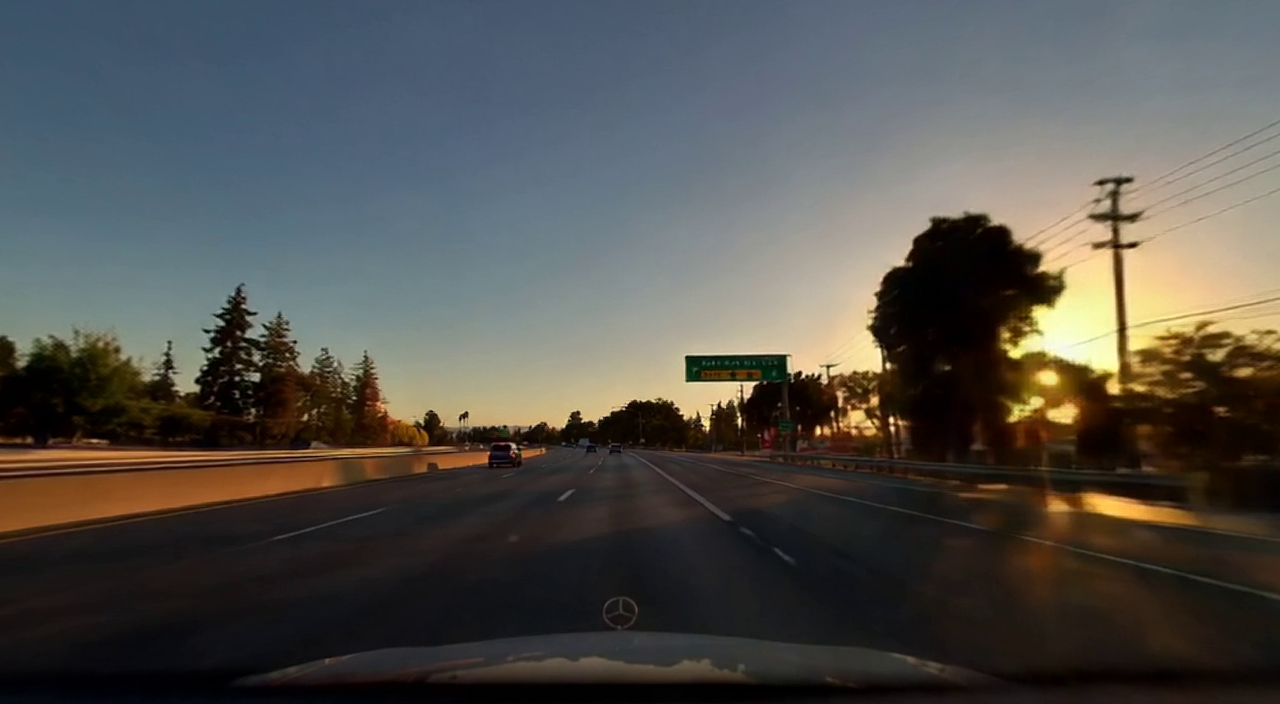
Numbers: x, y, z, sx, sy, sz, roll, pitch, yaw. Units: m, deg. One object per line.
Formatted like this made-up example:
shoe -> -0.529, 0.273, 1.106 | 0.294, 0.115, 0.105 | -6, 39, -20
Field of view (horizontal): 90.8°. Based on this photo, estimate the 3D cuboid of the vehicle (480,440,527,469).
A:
vehicle -> -8.417, 6.381, 39.436 | 2.053, 1.682, 4.423 | 0, -8, -1
